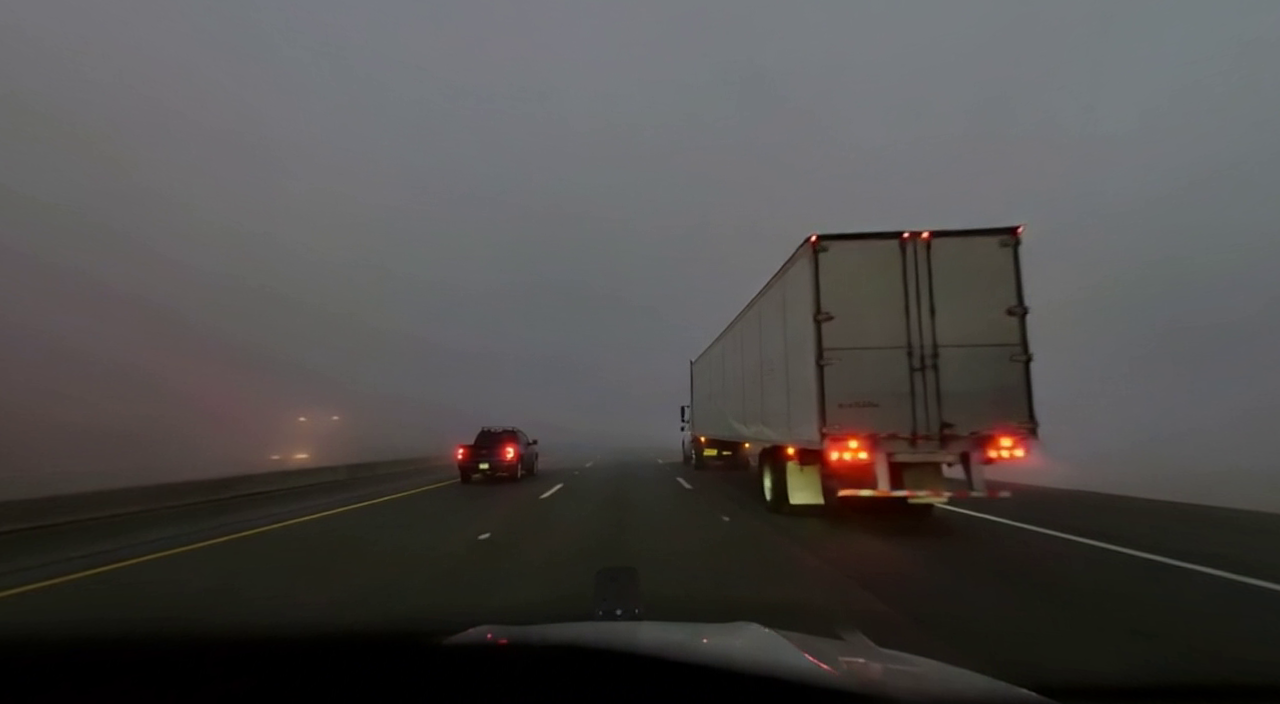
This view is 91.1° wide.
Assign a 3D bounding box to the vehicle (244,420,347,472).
[{"bbox_3d":[-19.636,5.409,36.327,2.406,2.717,6.227,0,-8,0],"label":"vehicle"}]

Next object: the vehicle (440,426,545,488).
[{"bbox_3d":[-4.155,3.024,18.465,2.044,1.604,4.144,0,-8,0],"label":"vehicle"}]

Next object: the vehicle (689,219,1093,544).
[{"bbox_3d":[3.821,1.502,16.783,3.144,4.168,17.594,0,-8,-2],"label":"vehicle"}]
